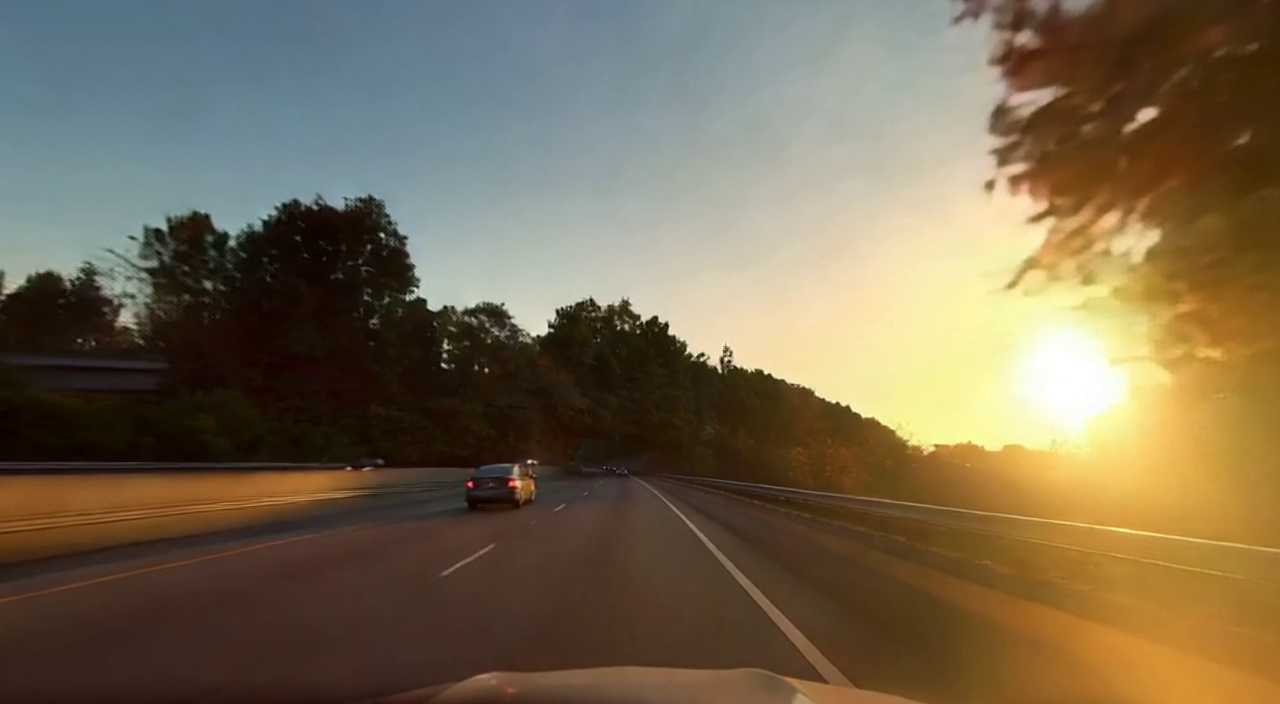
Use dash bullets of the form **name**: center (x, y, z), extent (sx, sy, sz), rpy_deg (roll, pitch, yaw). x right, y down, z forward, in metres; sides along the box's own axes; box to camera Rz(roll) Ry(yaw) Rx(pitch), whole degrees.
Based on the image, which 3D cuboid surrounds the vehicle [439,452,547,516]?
- **vehicle**: center (-4.539, 4.227, 20.454), extent (2.286, 1.757, 5.057), rpy_deg (1, -11, 0)

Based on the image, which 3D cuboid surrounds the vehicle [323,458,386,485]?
- **vehicle**: center (-17.051, 7.191, 37.854), extent (1.758, 1.473, 4.258), rpy_deg (1, -11, -1)
